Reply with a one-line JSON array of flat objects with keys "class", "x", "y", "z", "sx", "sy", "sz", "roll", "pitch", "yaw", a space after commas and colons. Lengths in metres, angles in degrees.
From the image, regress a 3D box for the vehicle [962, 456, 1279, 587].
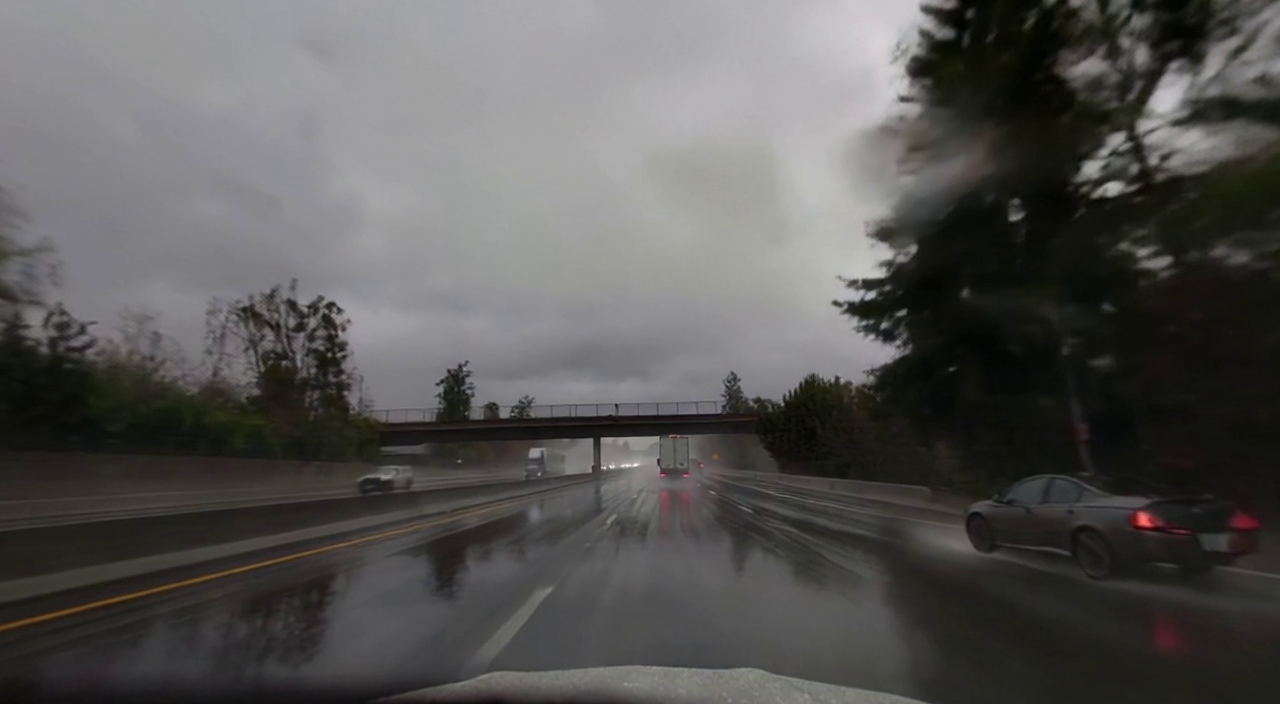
[{"class": "vehicle", "x": 7.030, "y": 2.358, "z": 9.407, "sx": 1.949, "sy": 1.468, "sz": 4.145, "roll": 2, "pitch": -11, "yaw": -6}]
